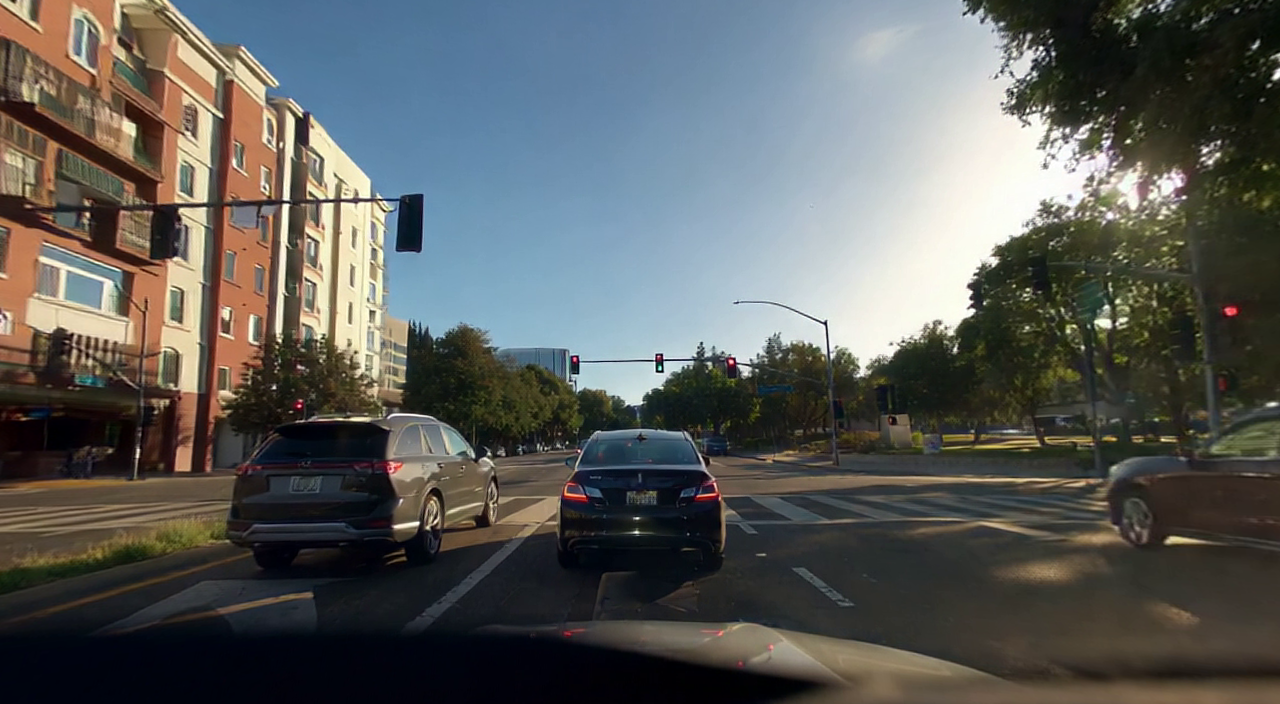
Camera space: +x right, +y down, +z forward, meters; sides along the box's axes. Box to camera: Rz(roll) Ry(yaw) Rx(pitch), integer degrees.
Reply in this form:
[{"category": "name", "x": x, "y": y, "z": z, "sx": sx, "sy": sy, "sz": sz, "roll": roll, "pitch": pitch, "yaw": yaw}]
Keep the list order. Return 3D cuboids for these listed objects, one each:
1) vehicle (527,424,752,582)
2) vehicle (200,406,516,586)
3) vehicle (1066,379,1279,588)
[{"category": "vehicle", "x": 0.016, "y": 1.765, "z": 8.157, "sx": 2.190, "sy": 1.522, "sz": 3.850, "roll": 0, "pitch": -8, "yaw": 1}, {"category": "vehicle", "x": -3.167, "y": 1.717, "z": 8.387, "sx": 2.081, "sy": 1.719, "sz": 4.434, "roll": 0, "pitch": -8, "yaw": 1}, {"category": "vehicle", "x": 6.715, "y": 1.181, "z": 5.685, "sx": 2.079, "sy": 1.828, "sz": 5.323, "roll": 0, "pitch": -8, "yaw": 1}]
